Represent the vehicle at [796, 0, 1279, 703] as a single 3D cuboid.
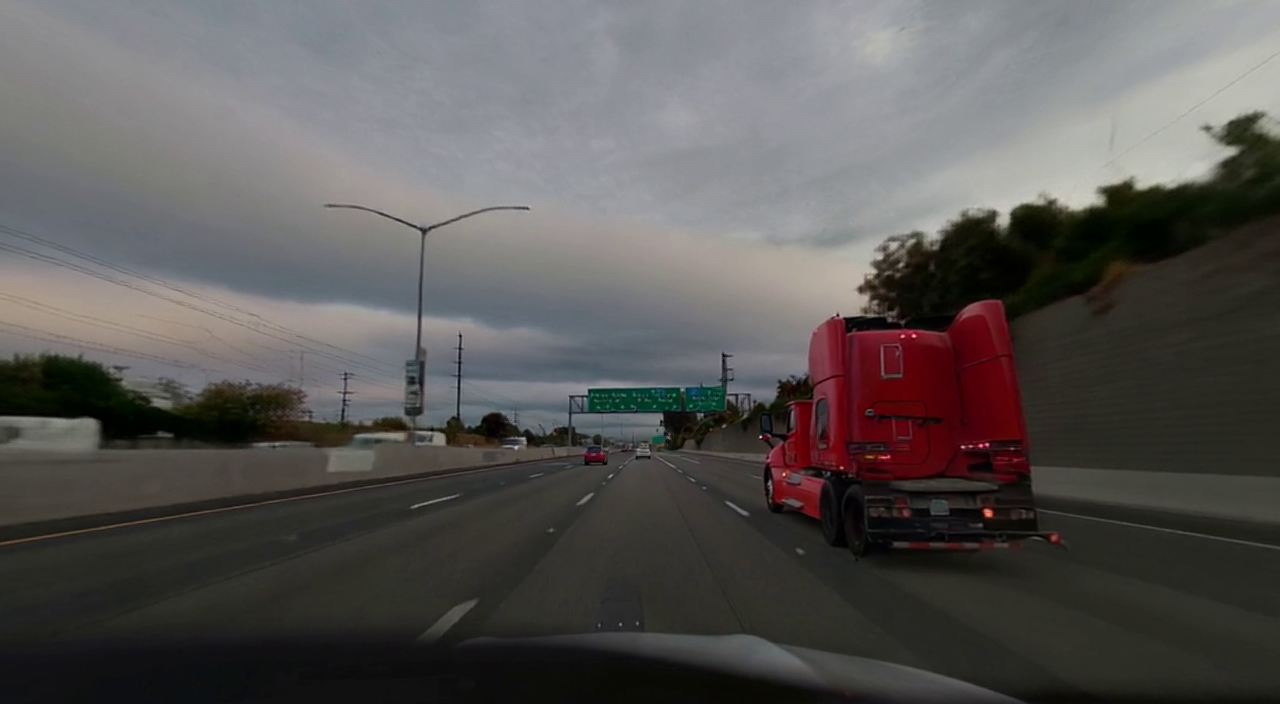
[{"bbox_3d":[3.943,-0.315,2.243,2.899,4.078,16.430,0,-9,1],"label":"vehicle"}]
